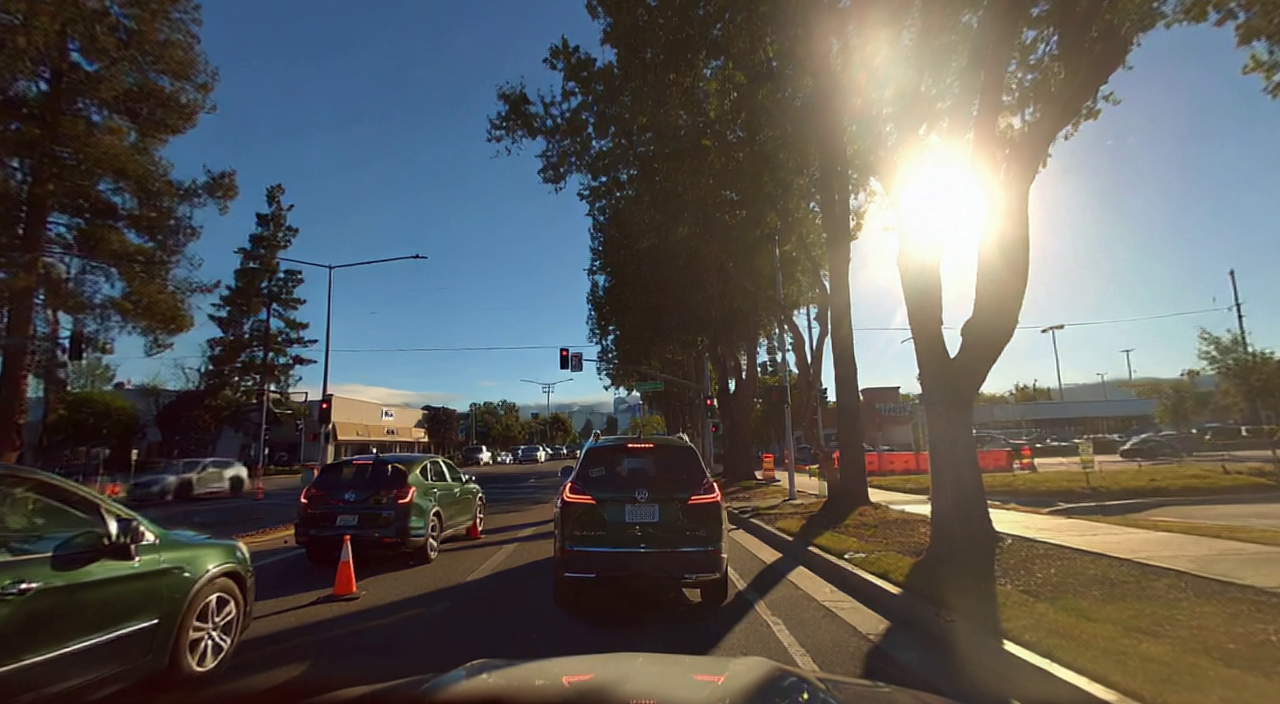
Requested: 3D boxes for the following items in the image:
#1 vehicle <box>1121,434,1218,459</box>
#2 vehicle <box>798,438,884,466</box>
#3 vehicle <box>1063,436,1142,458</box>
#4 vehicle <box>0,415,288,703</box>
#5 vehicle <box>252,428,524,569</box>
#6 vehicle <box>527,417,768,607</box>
[{"bbox_3d":[34.158,6.104,40.680,4.579,1.480,1.819,0,-9,1],"label":"vehicle"},{"bbox_3d":[13.198,6.611,41.643,5.043,1.759,2.085,-1,-9,8],"label":"vehicle"},{"bbox_3d":[36.646,7.568,49.958,4.791,1.635,1.857,0,-9,1],"label":"vehicle"},{"bbox_3d":[-3.592,0.941,2.145,1.964,1.497,4.722,0,-9,1],"label":"vehicle"},{"bbox_3d":[-3.274,1.996,9.444,1.989,1.541,4.626,0,-9,2],"label":"vehicle"},{"bbox_3d":[0.109,1.622,7.204,2.021,1.560,3.676,0,-9,1],"label":"vehicle"}]
